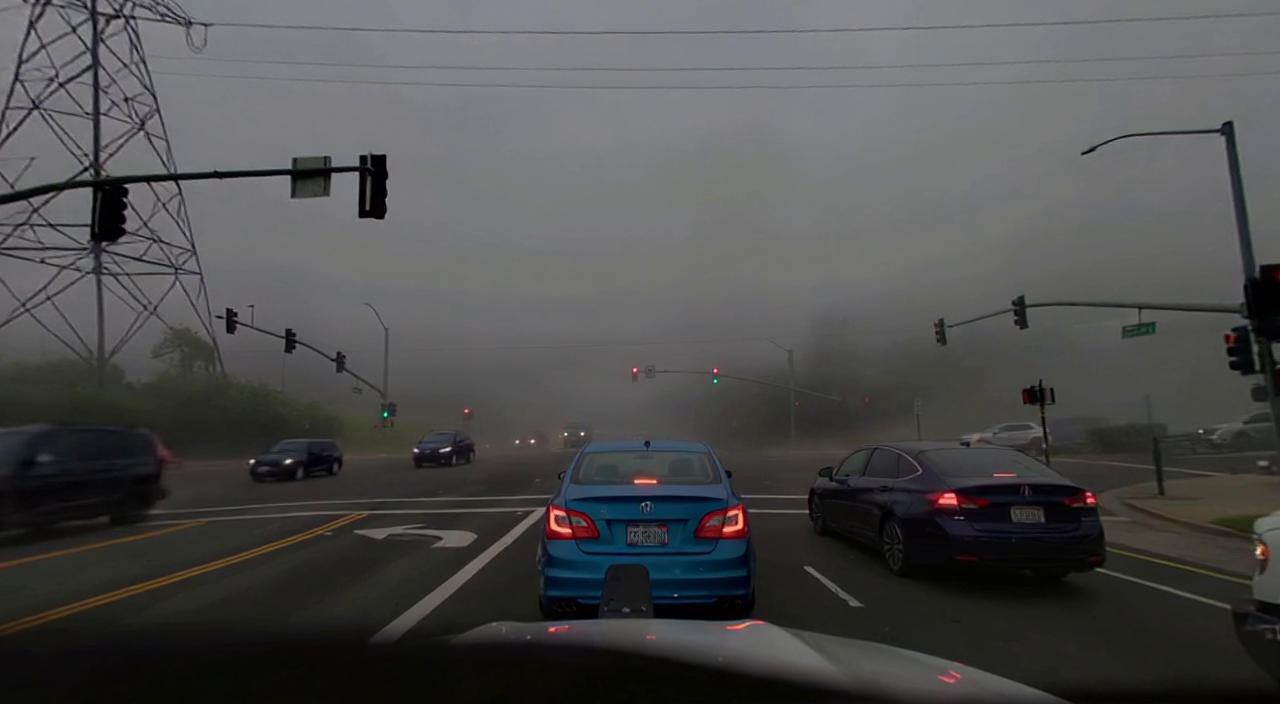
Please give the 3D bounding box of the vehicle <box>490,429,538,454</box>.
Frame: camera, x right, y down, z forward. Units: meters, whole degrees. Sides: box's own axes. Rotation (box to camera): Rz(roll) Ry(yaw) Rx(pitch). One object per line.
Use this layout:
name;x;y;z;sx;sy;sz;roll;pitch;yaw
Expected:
vehicle;-9.192;6.611;46.425;2.239;1.719;4.948;-1;-8;4

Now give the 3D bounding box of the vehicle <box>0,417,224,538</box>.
vehicle;-10.230;2.065;10.784;2.269;1.716;5.700;0;-8;1

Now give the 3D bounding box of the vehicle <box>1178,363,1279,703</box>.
vehicle;3.406;0.587;0.625;1.926;1.614;4.330;0;-8;1

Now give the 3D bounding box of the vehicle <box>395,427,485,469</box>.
vehicle;-9.491;4.652;30.502;2.161;1.818;5.672;-1;-8;4

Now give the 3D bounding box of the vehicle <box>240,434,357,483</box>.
vehicle;-13.408;4.206;25.150;1.939;1.727;4.695;-1;-8;2

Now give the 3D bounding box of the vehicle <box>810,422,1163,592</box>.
vehicle;3.645;1.681;7.720;1.835;1.473;4.190;0;-8;-2

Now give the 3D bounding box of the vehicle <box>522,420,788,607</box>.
vehicle;0.105;1.594;7.124;2.117;1.474;4.036;0;-8;0
